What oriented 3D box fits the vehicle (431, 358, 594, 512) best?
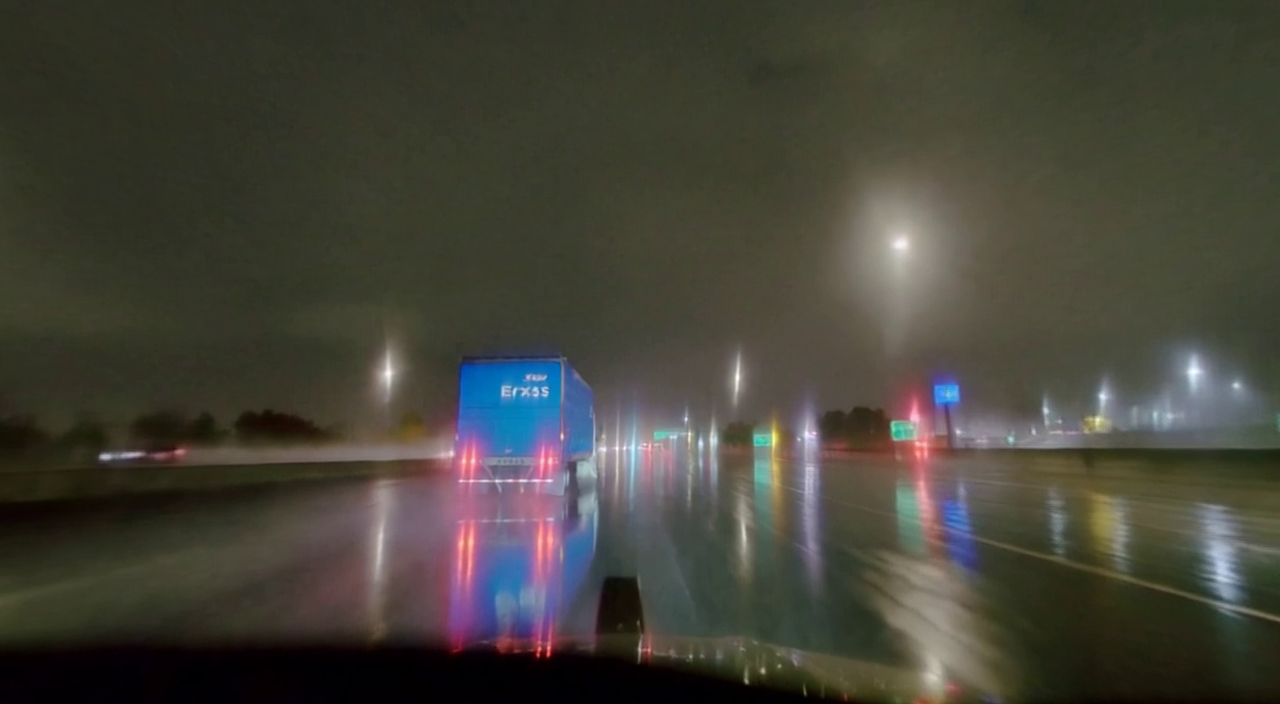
[{"bbox_3d":[-3.179,2.505,18.461,2.922,3.458,8.360,0,-9,0],"label":"vehicle"}]
